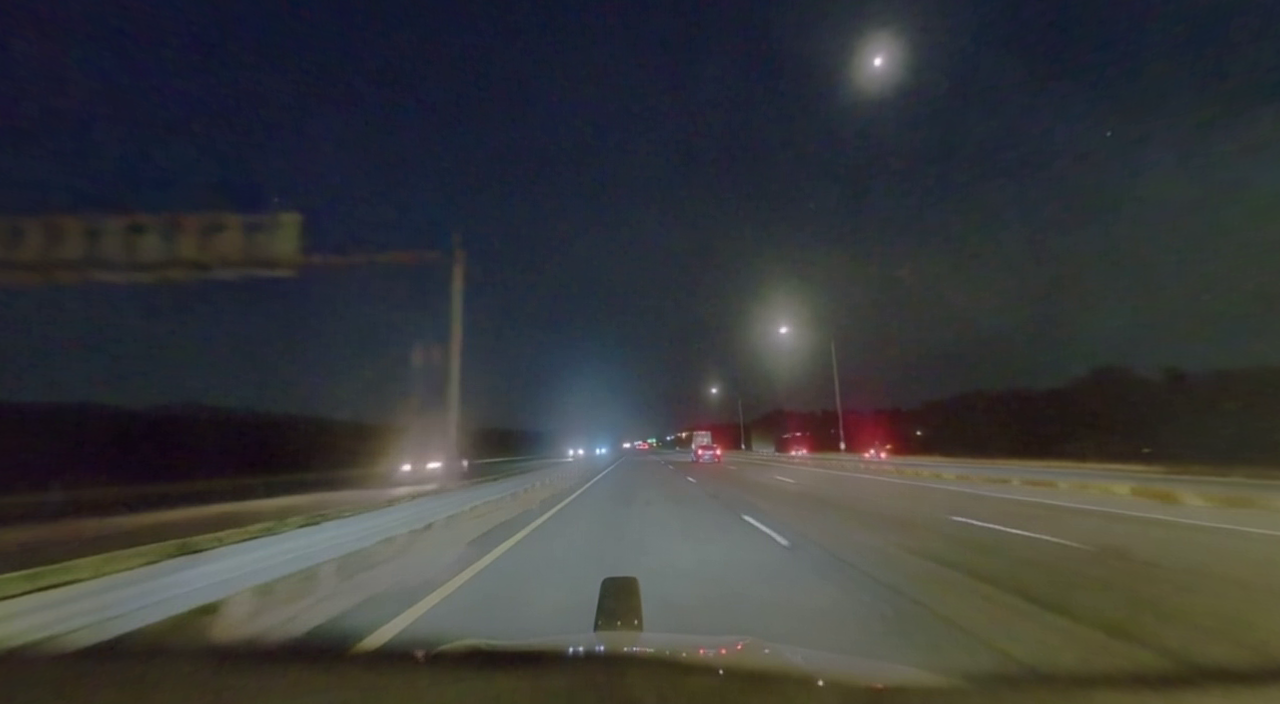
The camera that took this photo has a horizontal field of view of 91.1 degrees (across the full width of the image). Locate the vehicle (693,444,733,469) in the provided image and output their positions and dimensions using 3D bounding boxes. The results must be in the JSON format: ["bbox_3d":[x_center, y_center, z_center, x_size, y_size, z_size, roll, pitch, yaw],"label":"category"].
[{"bbox_3d":[4.380,6.377,38.495,1.923,1.408,3.835,0,-9,-1],"label":"vehicle"}]
